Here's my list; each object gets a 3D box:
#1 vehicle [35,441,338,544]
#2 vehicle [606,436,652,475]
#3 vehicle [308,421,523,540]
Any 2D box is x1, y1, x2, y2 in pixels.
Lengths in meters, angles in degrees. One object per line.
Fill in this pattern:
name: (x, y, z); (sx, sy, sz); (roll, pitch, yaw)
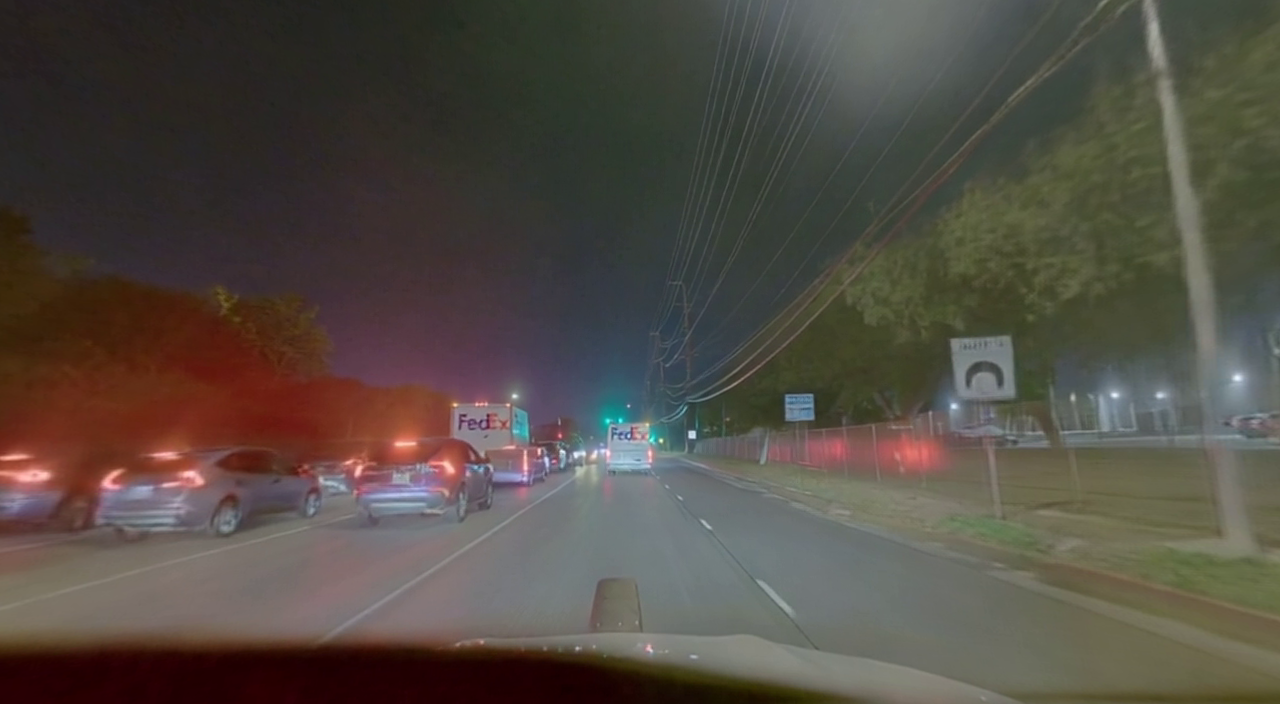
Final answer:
vehicle: (-7.846, 2.409, 11.744); (1.909, 1.473, 5.050); (0, -8, 0)
vehicle: (-0.538, 4.875, 29.860); (2.055, 1.671, 4.147); (0, -8, -1)
vehicle: (-3.648, 2.183, 11.459); (2.057, 1.673, 4.934); (0, -8, 0)
